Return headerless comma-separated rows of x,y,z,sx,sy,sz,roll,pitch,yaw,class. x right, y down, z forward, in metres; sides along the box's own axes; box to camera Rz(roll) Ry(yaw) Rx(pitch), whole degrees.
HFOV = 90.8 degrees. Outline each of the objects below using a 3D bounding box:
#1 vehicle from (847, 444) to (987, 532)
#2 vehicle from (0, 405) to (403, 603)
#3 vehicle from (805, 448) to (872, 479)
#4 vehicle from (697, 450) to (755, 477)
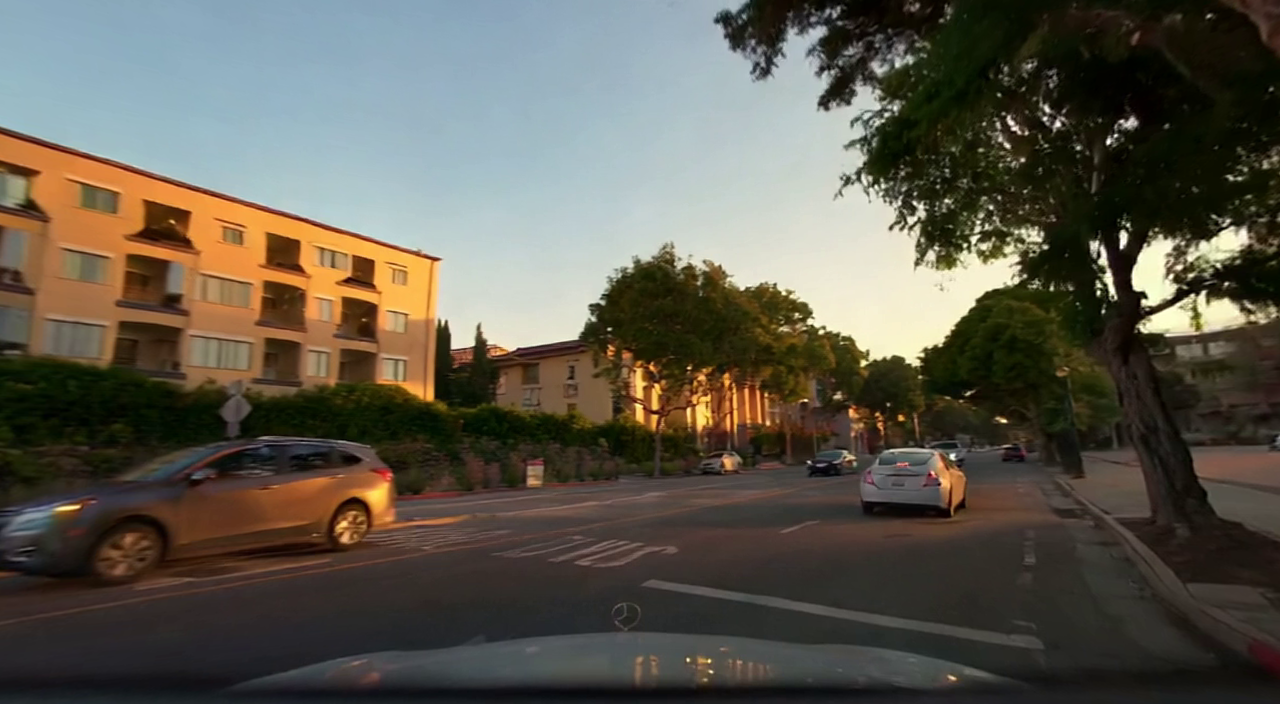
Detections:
5.923,2.681,13.192,2.116,1.479,4.358,-5,-10,30,vehicle
-5.360,1.688,7.492,2.033,1.663,4.388,-8,-13,31,vehicle
10.450,5.782,33.090,2.170,1.465,4.648,-5,-10,32,vehicle
5.504,6.983,39.828,1.982,1.445,4.458,-9,-11,29,vehicle
